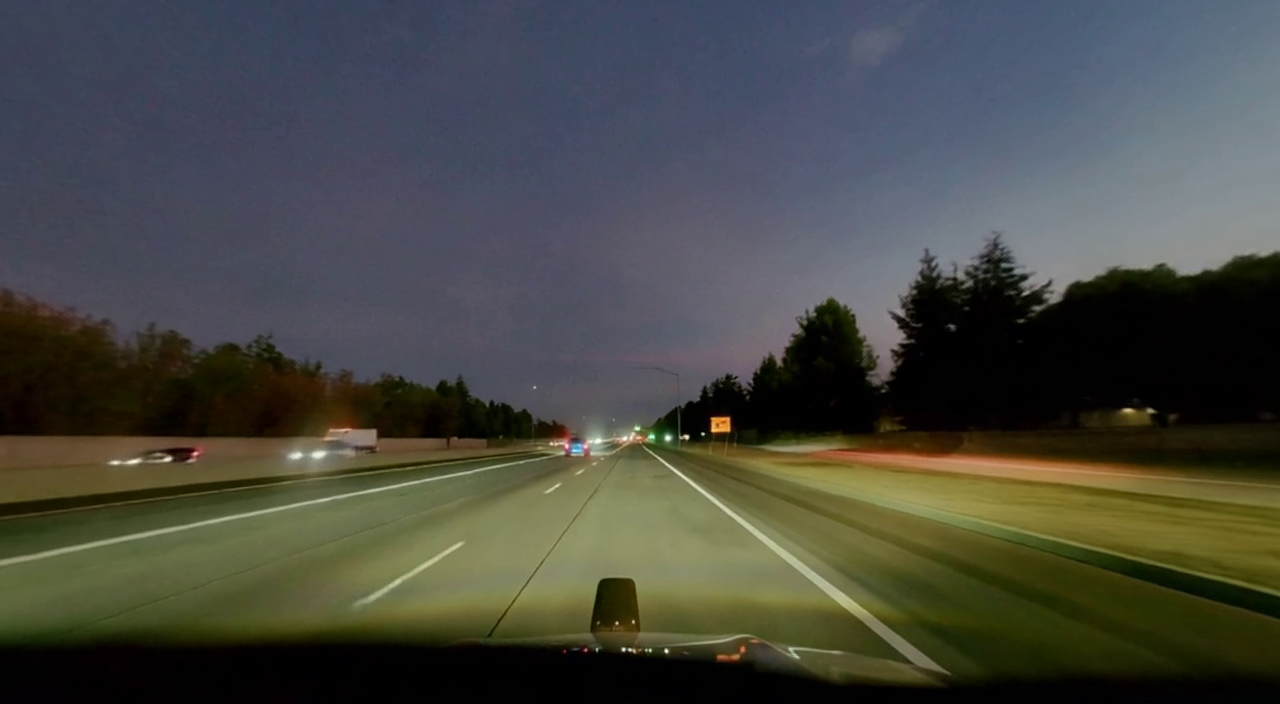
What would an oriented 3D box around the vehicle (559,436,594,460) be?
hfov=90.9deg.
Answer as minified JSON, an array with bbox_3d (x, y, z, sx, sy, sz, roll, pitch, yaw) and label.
[{"bbox_3d":[-4.476,6.829,45.009,2.129,1.641,4.263,0,-8,0],"label":"vehicle"}]

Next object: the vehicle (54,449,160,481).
[{"bbox_3d":[-28.351,6.001,33.725,1.885,1.490,4.512,0,-8,-4],"label":"vehicle"}]

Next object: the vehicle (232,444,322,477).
[{"bbox_3d":[-18.247,5.429,31.912,1.867,1.465,4.491,0,-8,0],"label":"vehicle"}]
